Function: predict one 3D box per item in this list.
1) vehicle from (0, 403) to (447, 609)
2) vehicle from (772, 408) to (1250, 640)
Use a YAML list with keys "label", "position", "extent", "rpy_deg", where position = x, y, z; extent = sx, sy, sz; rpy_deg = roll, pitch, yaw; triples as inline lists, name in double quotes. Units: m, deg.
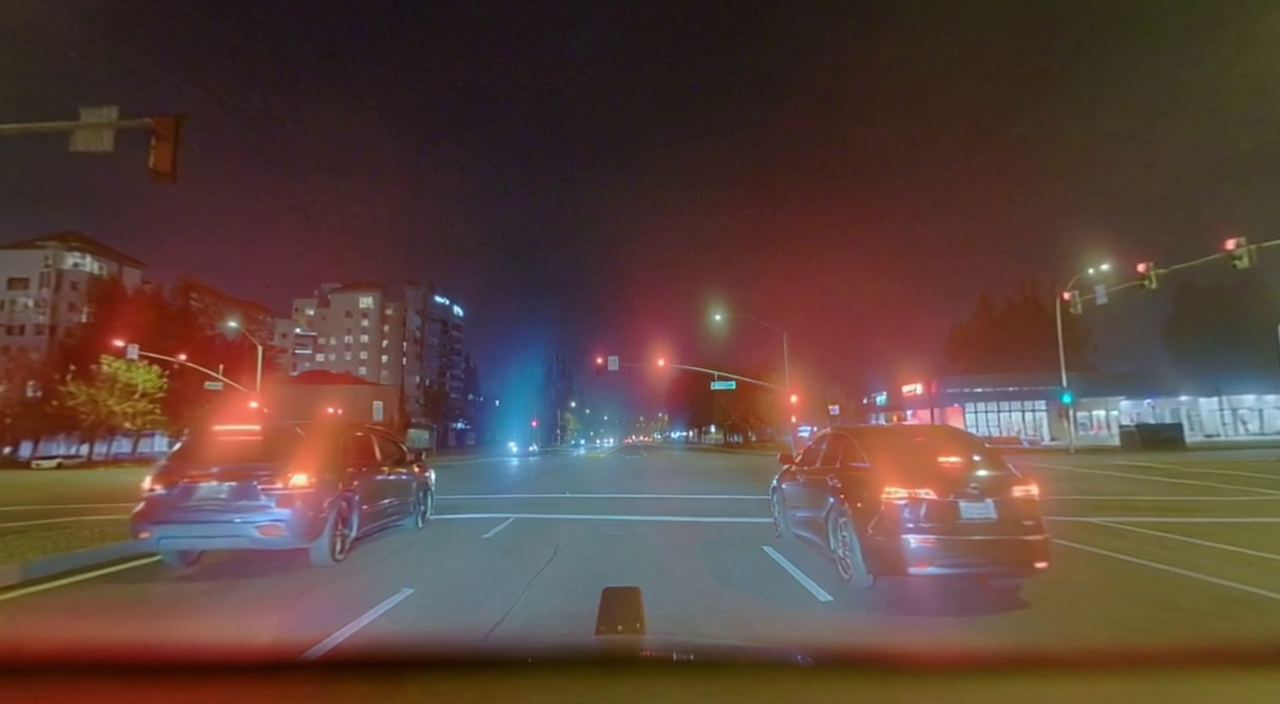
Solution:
- label: "vehicle"
  position: [-3.892, 1.487, 7.044]
  extent: [1.973, 1.526, 4.533]
  rpy_deg: [0, -8, 1]
- label: "vehicle"
  position: [2.955, 1.490, 6.610]
  extent: [2.130, 1.524, 4.722]
  rpy_deg: [0, -8, 0]
